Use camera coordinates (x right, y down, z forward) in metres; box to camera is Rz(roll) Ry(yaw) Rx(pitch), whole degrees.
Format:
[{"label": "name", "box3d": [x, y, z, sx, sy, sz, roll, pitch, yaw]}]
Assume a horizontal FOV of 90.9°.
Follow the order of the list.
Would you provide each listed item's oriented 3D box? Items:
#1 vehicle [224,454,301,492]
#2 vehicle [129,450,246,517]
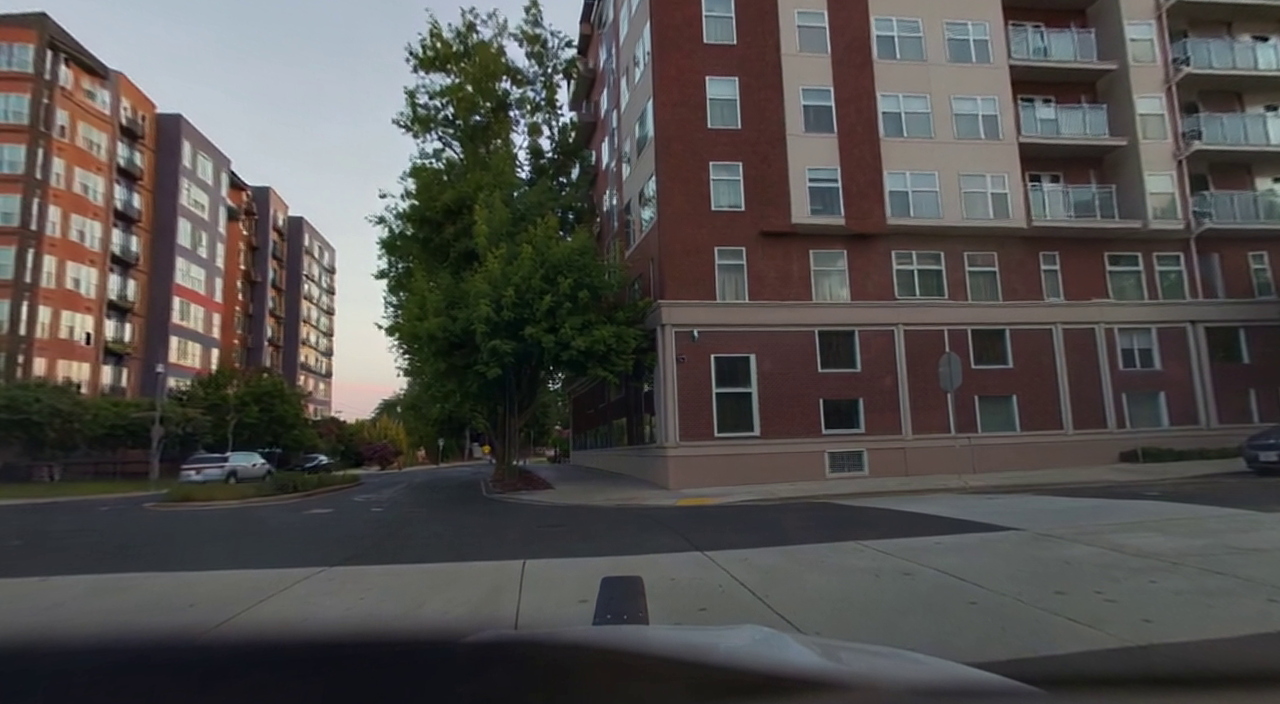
[{"label": "vehicle", "box3d": [-16.966, 5.418, 28.557, 1.941, 1.442, 4.384, 1, -8, -17]}, {"label": "vehicle", "box3d": [-12.263, 3.492, 17.392, 2.027, 1.475, 4.522, 2, -9, -29]}]
